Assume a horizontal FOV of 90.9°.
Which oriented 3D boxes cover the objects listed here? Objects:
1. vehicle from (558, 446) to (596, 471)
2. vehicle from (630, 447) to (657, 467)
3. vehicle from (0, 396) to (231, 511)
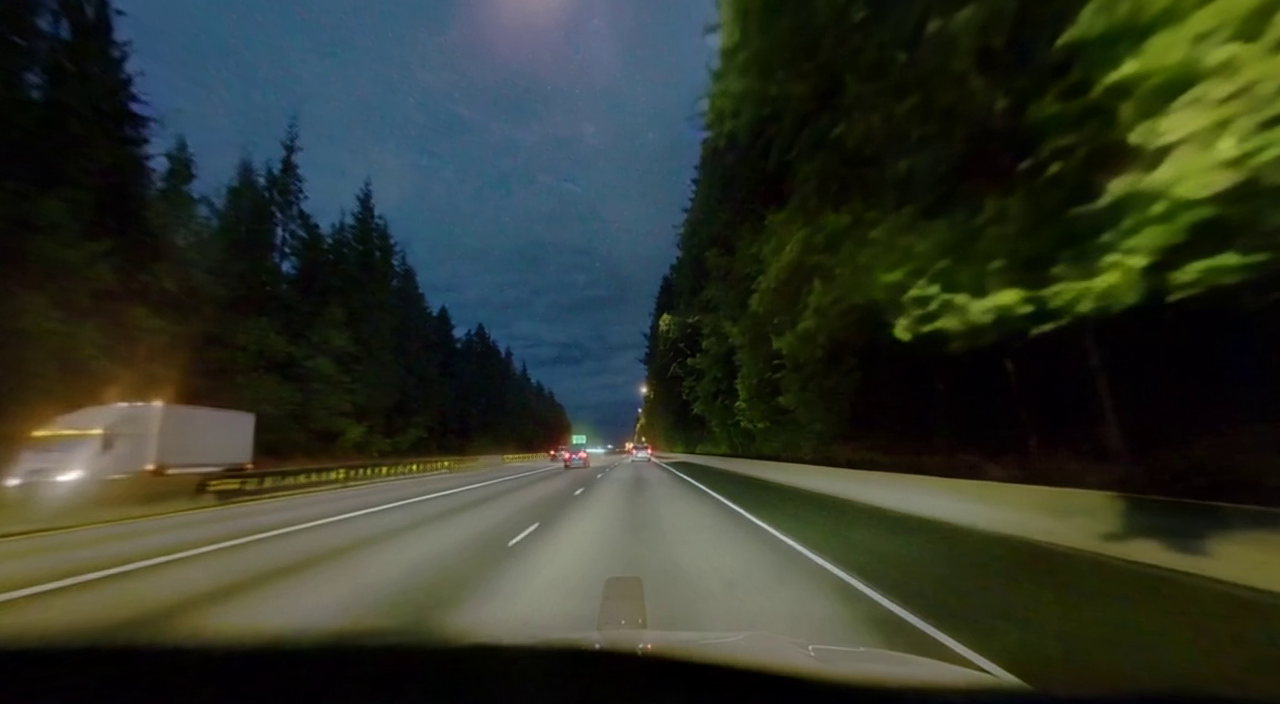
[{"bbox_3d":[-4.010,6.841,40.741,2.112,1.498,4.117,0,-9,-1],"label":"vehicle"},{"bbox_3d":[0.249,7.965,47.801,1.989,1.402,3.831,0,-9,0],"label":"vehicle"},{"bbox_3d":[-19.293,3.743,23.468,2.913,3.570,7.466,0,-9,0],"label":"vehicle"}]
